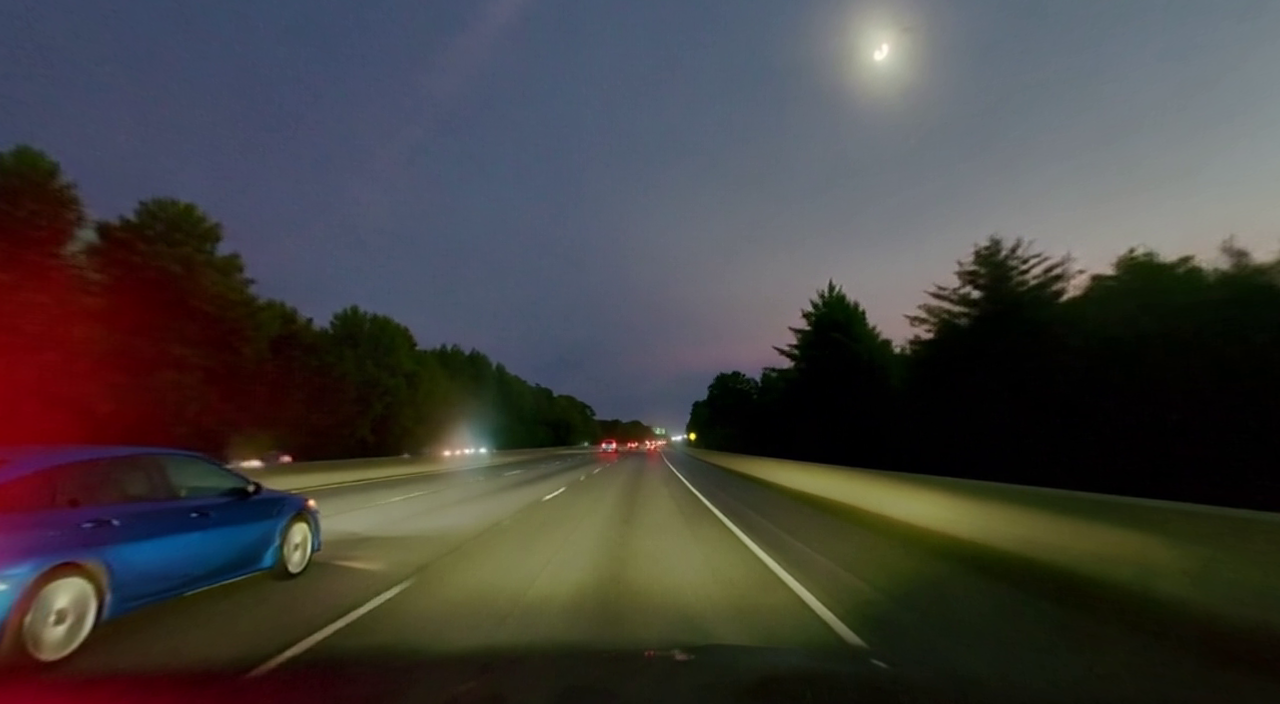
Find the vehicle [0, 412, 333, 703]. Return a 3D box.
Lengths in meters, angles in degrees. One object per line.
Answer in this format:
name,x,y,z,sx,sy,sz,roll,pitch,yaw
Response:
vehicle,-4.154,1.174,4.075,1.996,1.454,4.495,0,-8,1
